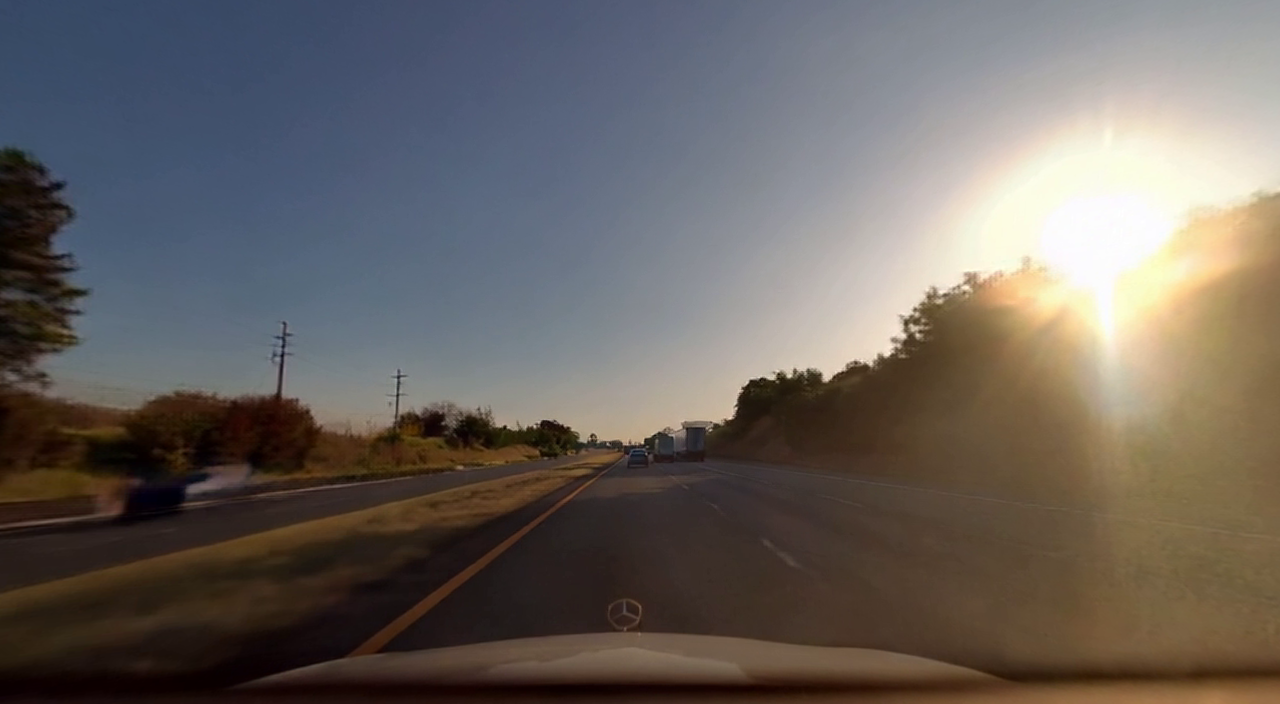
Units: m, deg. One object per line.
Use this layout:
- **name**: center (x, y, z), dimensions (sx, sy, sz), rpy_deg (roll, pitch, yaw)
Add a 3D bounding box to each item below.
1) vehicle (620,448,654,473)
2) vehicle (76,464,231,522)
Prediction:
- **vehicle**: center (-0.218, 6.884, 39.989), dimensions (2.083, 1.473, 3.923), rpy_deg (0, -9, -1)
- **vehicle**: center (-15.614, 4.503, 20.435), dimensions (1.778, 1.574, 4.009), rpy_deg (0, -9, 0)
